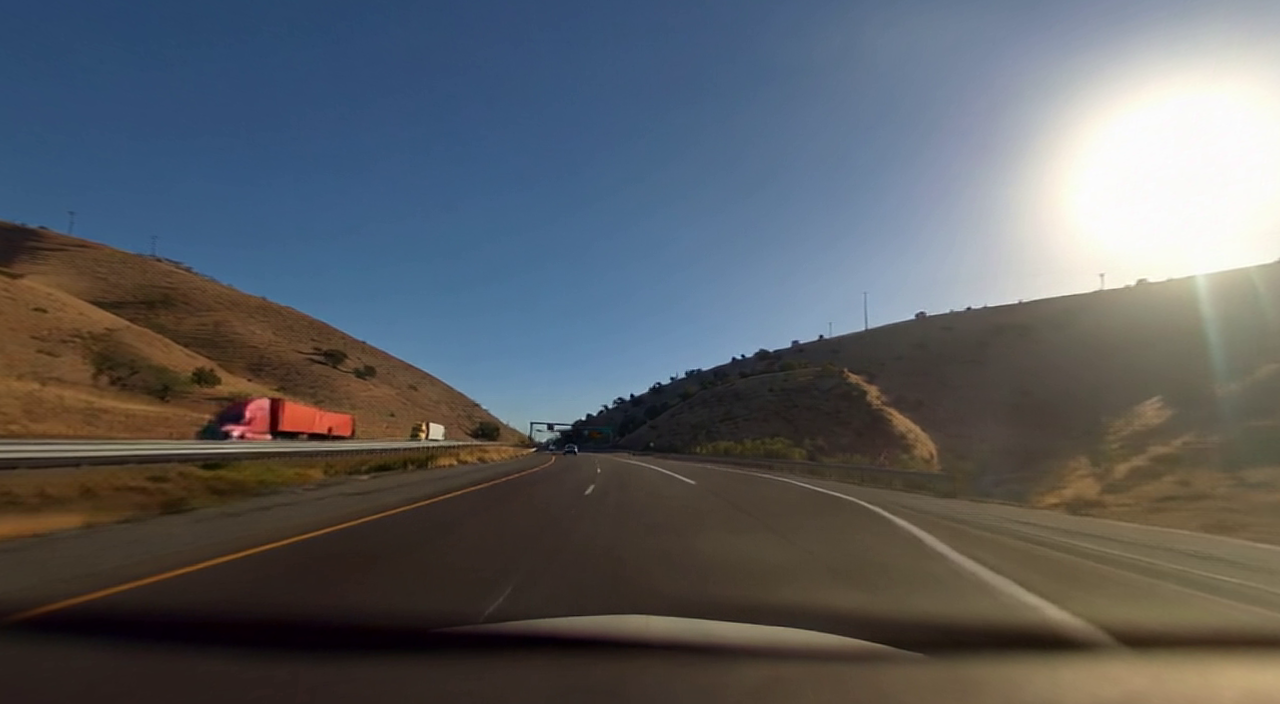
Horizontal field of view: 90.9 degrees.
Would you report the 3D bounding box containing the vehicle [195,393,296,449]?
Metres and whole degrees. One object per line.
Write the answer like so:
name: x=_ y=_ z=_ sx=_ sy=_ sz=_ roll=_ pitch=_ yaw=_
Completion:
vehicle: x=-29.607 y=5.367 z=47.838 sx=2.973 sy=3.863 sz=8.434 roll=1 pitch=-8 yaw=-7
